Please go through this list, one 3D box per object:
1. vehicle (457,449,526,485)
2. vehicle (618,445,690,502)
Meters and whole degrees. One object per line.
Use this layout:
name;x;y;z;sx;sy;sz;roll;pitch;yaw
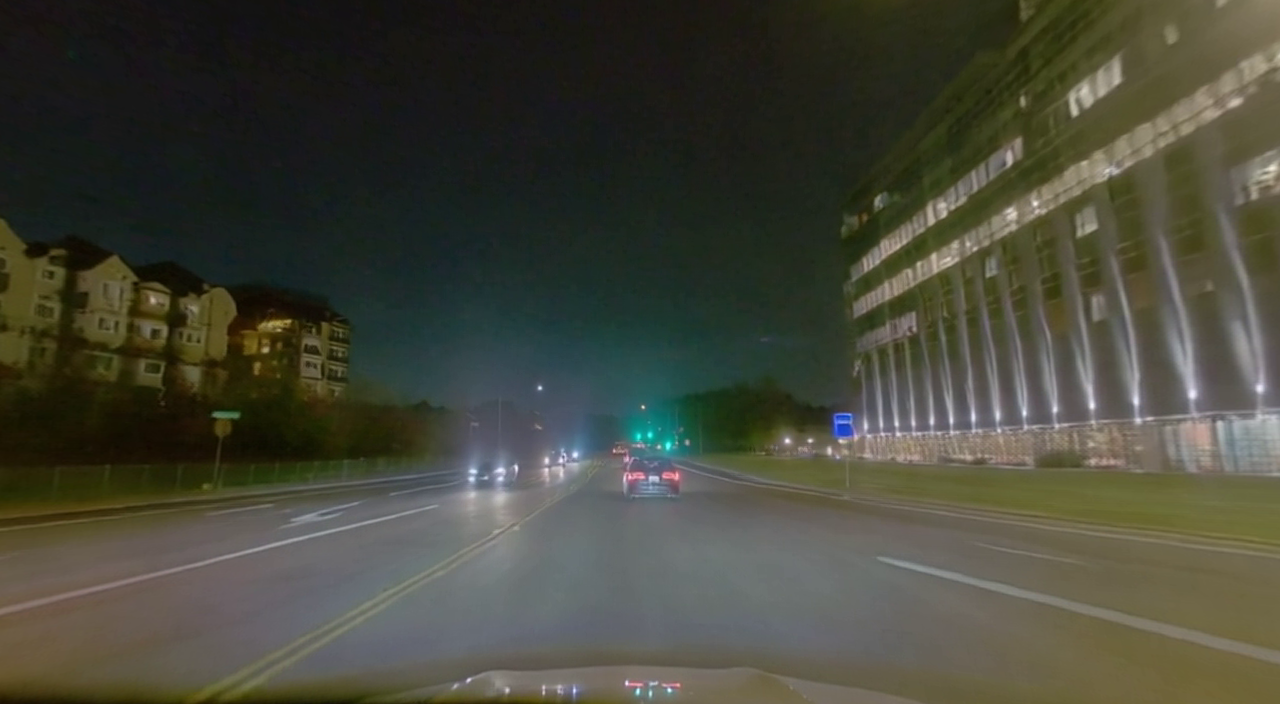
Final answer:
vehicle;-6.814;5.301;29.206;2.018;1.498;4.168;-1;-8;3
vehicle;0.334;3.654;19.304;2.014;1.525;3.670;0;-8;-2
